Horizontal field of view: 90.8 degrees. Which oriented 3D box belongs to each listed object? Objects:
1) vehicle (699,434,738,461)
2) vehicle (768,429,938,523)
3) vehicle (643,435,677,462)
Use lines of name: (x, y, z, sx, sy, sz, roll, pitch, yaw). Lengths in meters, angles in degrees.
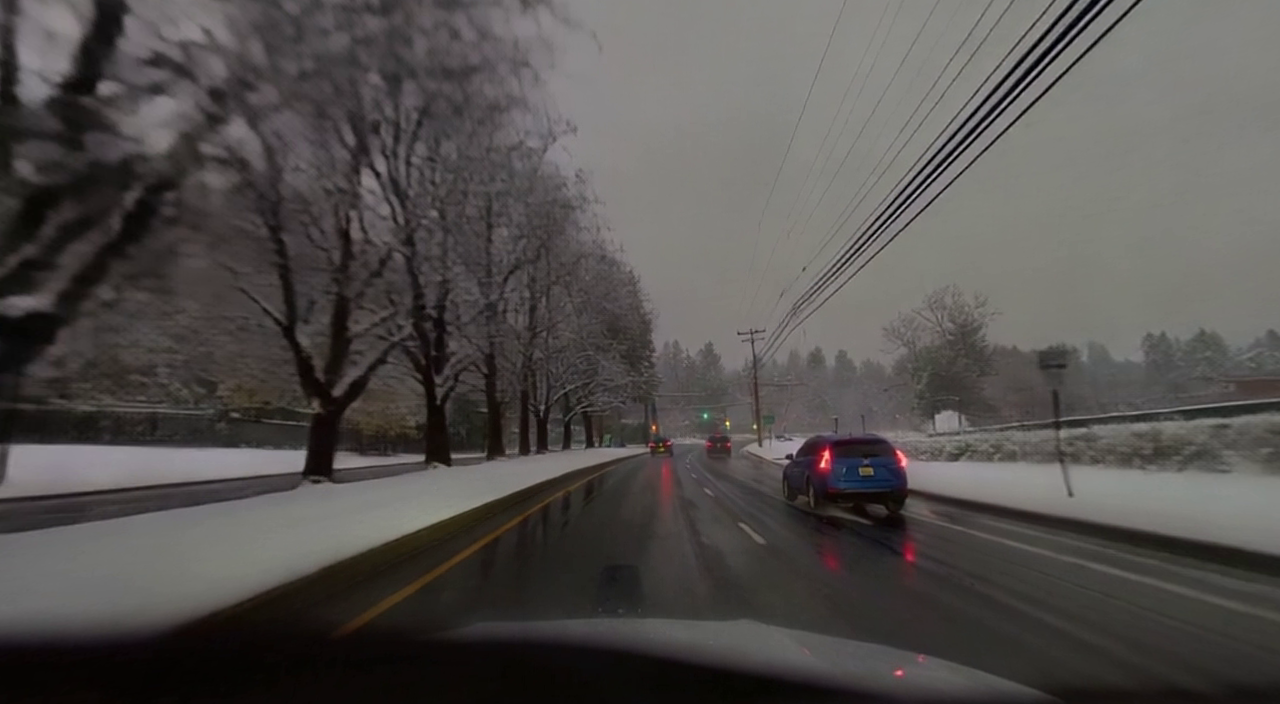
vehicle: (5.555, 6.856, 45.438, 2.254, 1.840, 4.918, -1, -9, 1)
vehicle: (3.939, 2.358, 12.563, 1.881, 1.512, 4.294, -1, -9, 0)
vehicle: (1.420, 6.622, 43.451, 2.163, 1.746, 4.073, -1, -9, 4)
